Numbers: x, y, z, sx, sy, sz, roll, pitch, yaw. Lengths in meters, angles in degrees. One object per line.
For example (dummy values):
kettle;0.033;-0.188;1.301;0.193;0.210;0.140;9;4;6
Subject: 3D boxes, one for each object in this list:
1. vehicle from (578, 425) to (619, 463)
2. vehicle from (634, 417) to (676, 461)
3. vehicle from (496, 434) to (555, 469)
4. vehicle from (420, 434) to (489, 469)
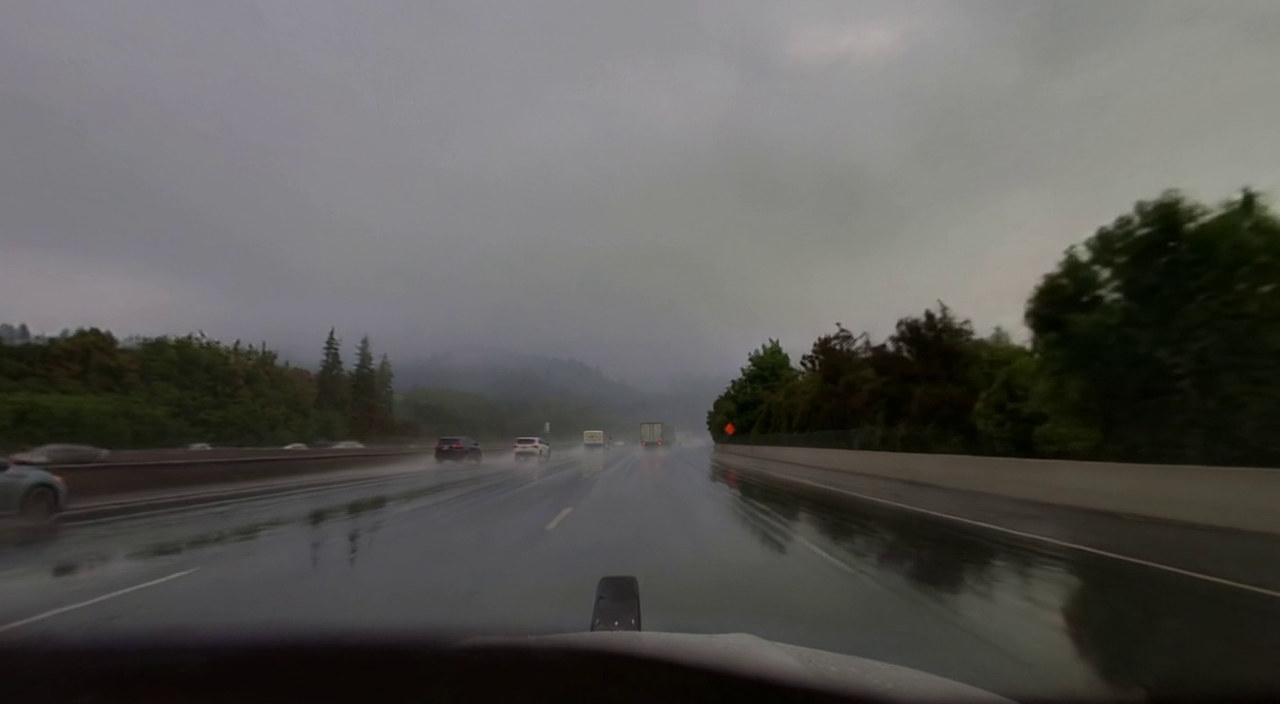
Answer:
vehicle;-2.812;6.484;44.422;2.328;2.519;5.238;0;-8;3
vehicle;1.077;6.226;45.239;2.768;2.854;6.757;0;-8;1
vehicle;-6.442;5.662;36.131;2.206;1.838;4.889;0;-8;3
vehicle;-10.195;5.535;35.252;2.080;1.777;5.450;0;-8;1
